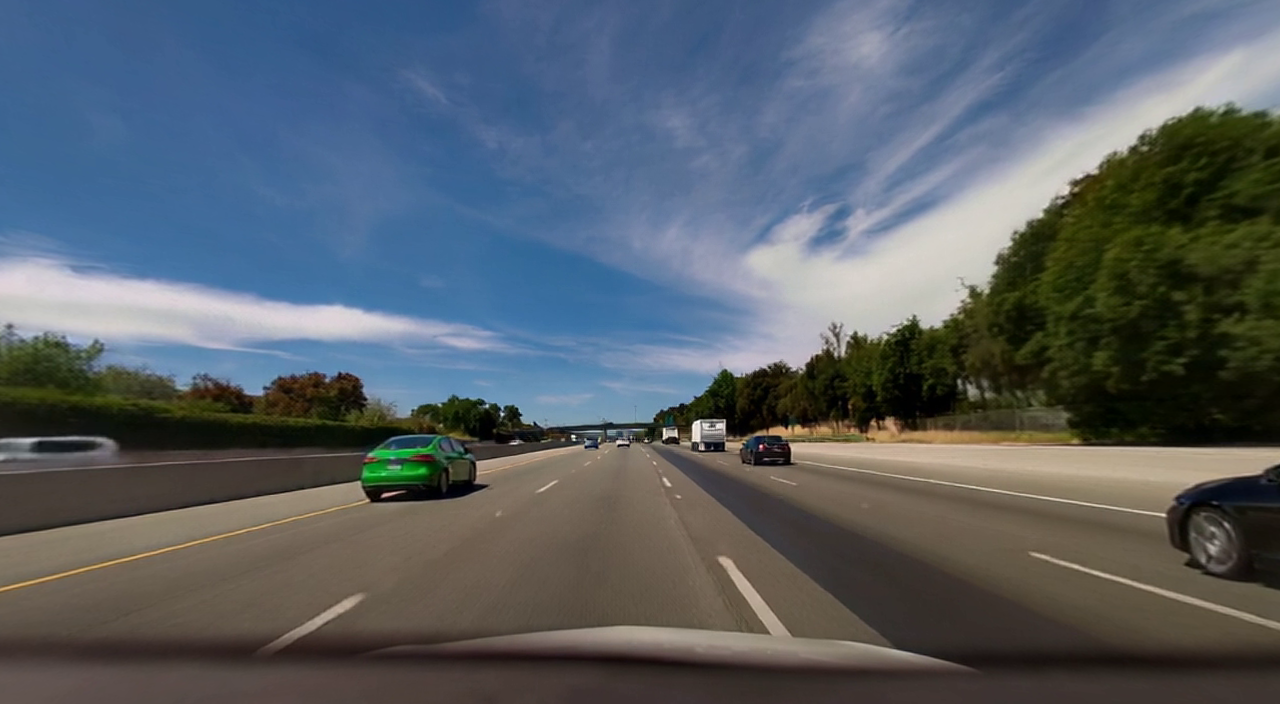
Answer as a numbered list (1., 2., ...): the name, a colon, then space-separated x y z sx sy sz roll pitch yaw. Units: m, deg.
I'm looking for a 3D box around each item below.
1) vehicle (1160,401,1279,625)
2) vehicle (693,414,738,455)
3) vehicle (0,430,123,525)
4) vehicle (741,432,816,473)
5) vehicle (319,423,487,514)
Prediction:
1. vehicle: 5.305 0.915 2.995 2.028 1.488 4.236 0 -8 0
2. vehicle: 5.582 6.226 47.494 2.588 2.910 5.511 0 -8 -2
3. vehicle: -12.985 2.428 12.400 2.036 1.750 4.214 0 -8 -1
4. vehicle: 5.253 3.859 24.483 1.920 1.436 3.890 0 -8 -2
5. vehicle: -4.593 2.292 12.924 1.966 1.570 3.859 0 -8 0
